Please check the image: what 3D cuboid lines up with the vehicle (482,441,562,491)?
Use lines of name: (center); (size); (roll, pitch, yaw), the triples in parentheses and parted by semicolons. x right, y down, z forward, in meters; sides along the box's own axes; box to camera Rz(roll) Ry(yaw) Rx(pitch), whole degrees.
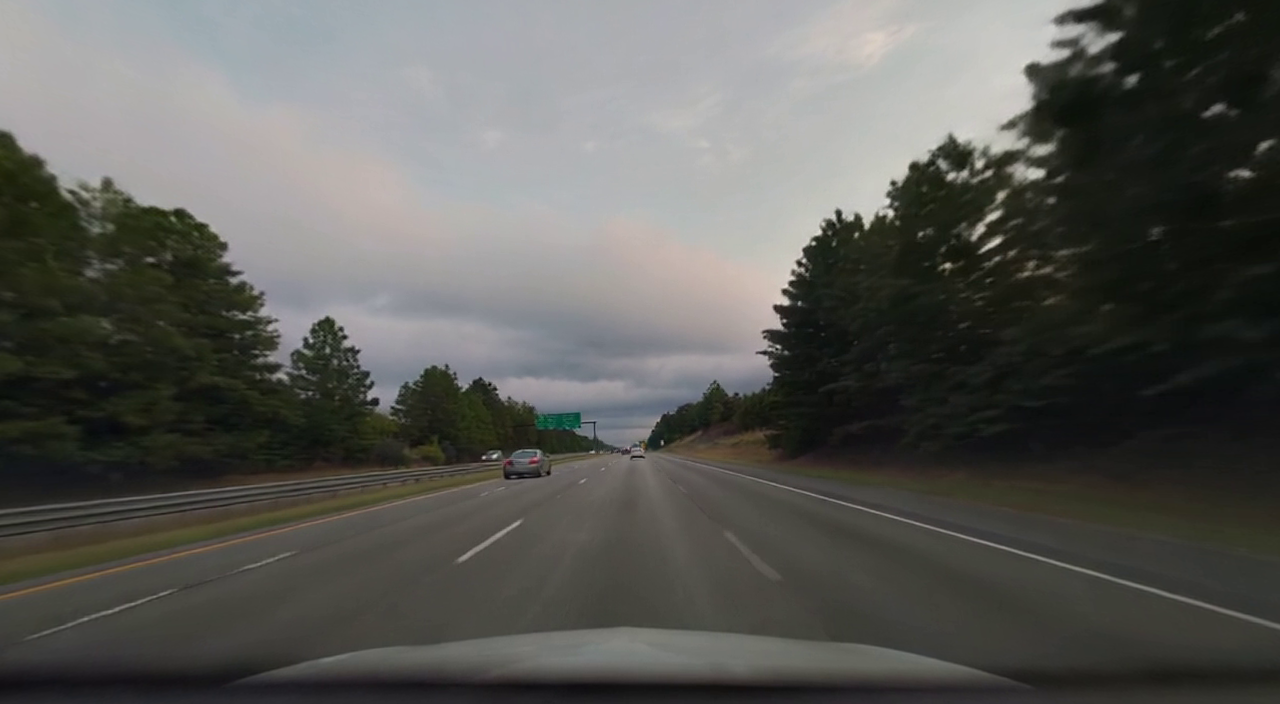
vehicle: (-4.126, 4.063, 22.741); (1.958, 1.587, 4.801); (0, -9, 0)
